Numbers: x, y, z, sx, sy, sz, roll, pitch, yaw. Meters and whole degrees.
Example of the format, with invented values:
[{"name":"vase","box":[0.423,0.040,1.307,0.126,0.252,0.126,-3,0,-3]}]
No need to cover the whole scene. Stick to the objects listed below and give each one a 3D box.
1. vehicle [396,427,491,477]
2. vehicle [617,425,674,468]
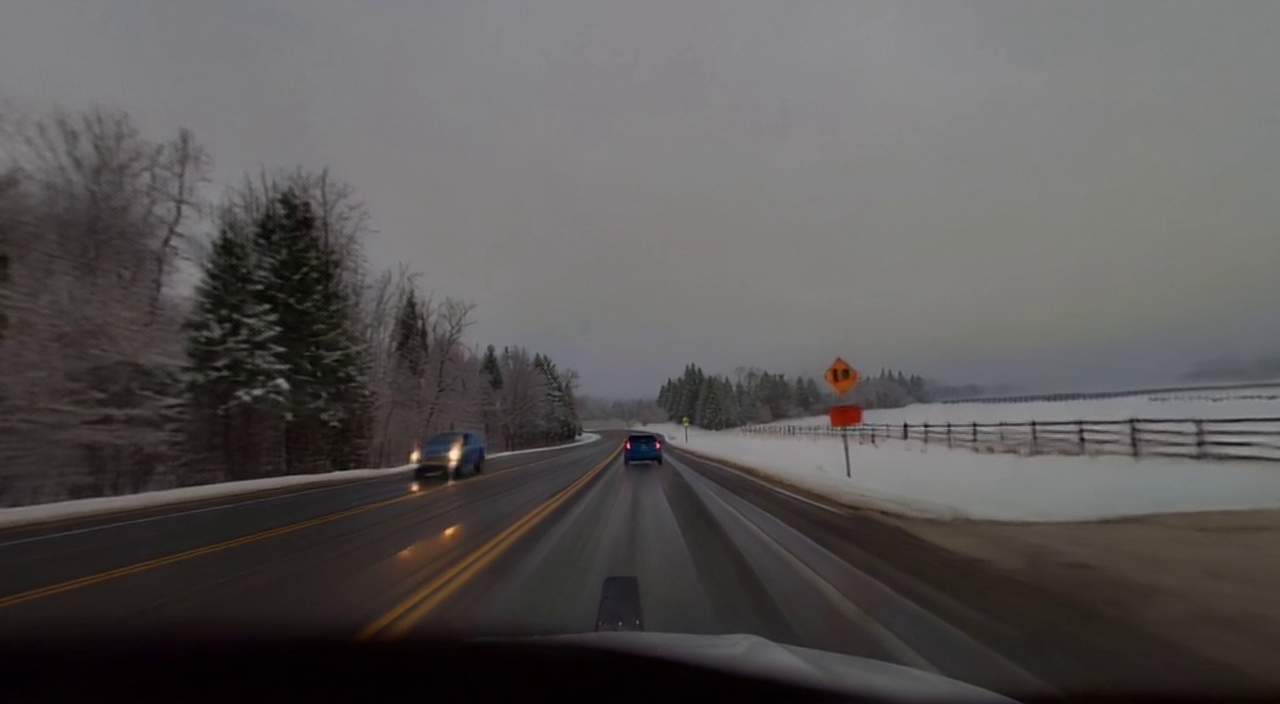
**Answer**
[{"name":"vehicle","box":[-7.266,3.745,23.856,2.185,1.713,4.365,0,-8,0]},{"name":"vehicle","box":[0.214,4.108,27.571,2.294,1.708,4.110,0,-8,0]}]
